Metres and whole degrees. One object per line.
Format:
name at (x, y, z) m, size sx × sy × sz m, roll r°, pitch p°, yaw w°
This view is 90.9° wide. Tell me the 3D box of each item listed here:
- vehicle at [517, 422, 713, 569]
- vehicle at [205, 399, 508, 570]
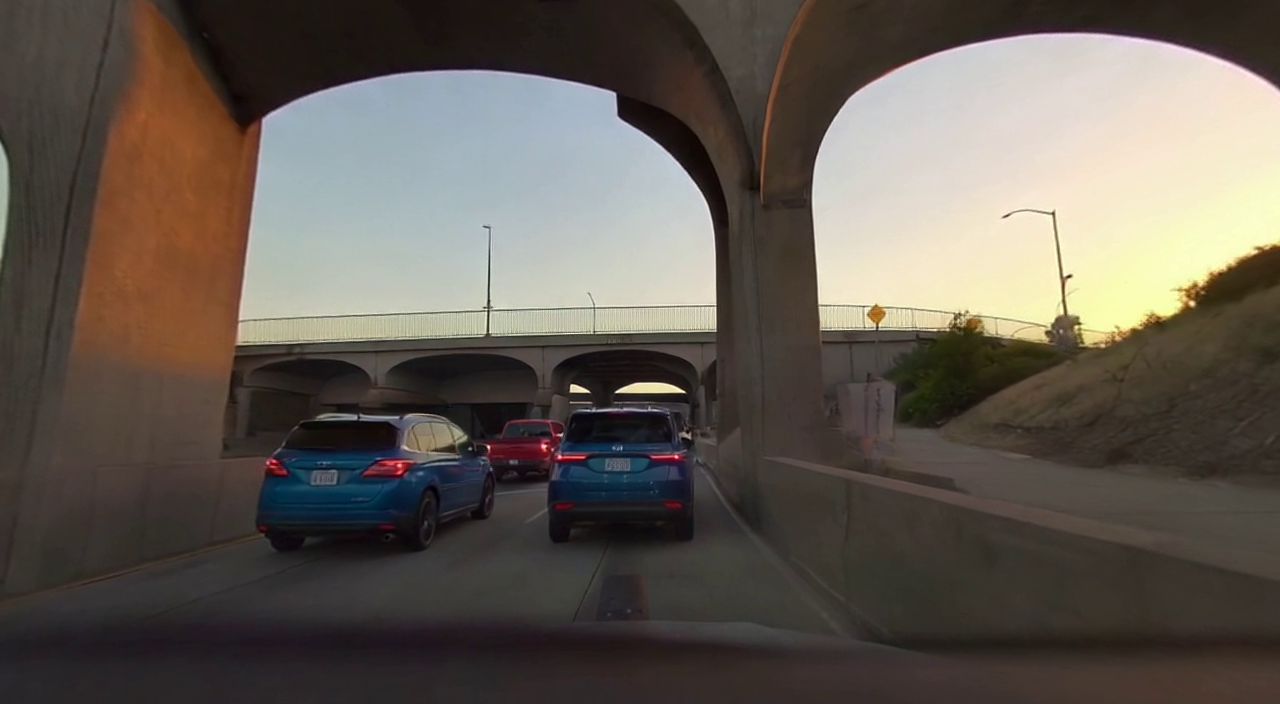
vehicle at (-0.169, 1.780, 8.575) m, size 2.020 × 1.478 × 4.092 m, roll -1°, pitch -8°, yaw 3°
vehicle at (-3.430, 1.714, 8.883) m, size 2.017 × 1.761 × 4.572 m, roll -1°, pitch -8°, yaw 2°
